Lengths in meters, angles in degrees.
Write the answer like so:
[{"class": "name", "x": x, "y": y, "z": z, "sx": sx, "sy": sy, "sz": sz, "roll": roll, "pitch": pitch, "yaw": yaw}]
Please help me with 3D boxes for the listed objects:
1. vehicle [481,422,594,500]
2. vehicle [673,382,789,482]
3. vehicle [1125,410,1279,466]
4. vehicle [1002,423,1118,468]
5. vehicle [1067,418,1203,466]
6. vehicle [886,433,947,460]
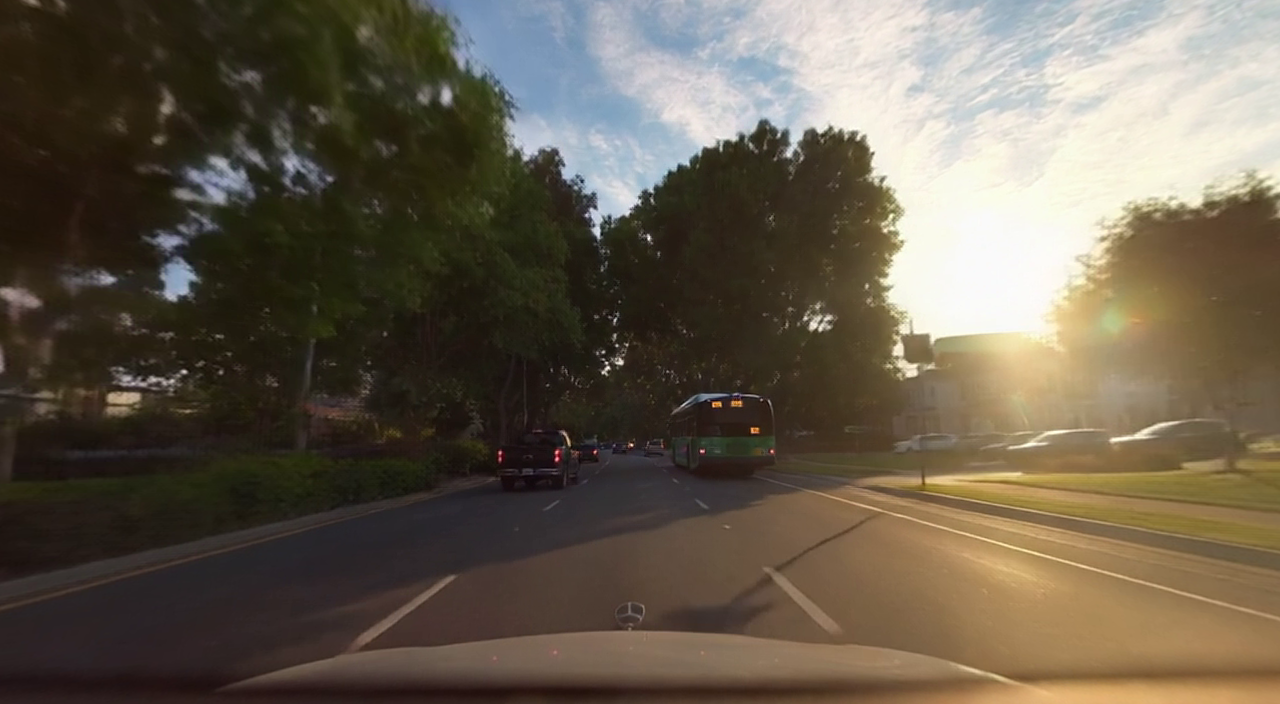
[{"class": "vehicle", "x": -2.652, "y": 2.997, "z": 17.742, "sx": 2.074, "sy": 1.849, "sz": 5.137, "roll": -1, "pitch": -8, "yaw": 3}, {"class": "vehicle", "x": 3.336, "y": 3.559, "z": 27.156, "sx": 3.059, "sy": 3.264, "sz": 12.623, "roll": 0, "pitch": -8, "yaw": 0}, {"class": "vehicle", "x": 21.890, "y": 3.375, "z": 24.596, "sx": 2.152, "sy": 1.945, "sz": 4.827, "roll": 0, "pitch": -8, "yaw": 2}, {"class": "vehicle", "x": 16.642, "y": 3.741, "z": 25.266, "sx": 1.972, "sy": 1.648, "sz": 4.016, "roll": -1, "pitch": -8, "yaw": 2}, {"class": "vehicle", "x": 19.253, "y": 3.556, "z": 24.810, "sx": 2.062, "sy": 1.683, "sz": 4.209, "roll": -1, "pitch": -8, "yaw": 3}, {"class": "vehicle", "x": 16.421, "y": 5.694, "z": 37.672, "sx": 1.797, "sy": 1.455, "sz": 4.342, "roll": -2, "pitch": -9, "yaw": 3}]
